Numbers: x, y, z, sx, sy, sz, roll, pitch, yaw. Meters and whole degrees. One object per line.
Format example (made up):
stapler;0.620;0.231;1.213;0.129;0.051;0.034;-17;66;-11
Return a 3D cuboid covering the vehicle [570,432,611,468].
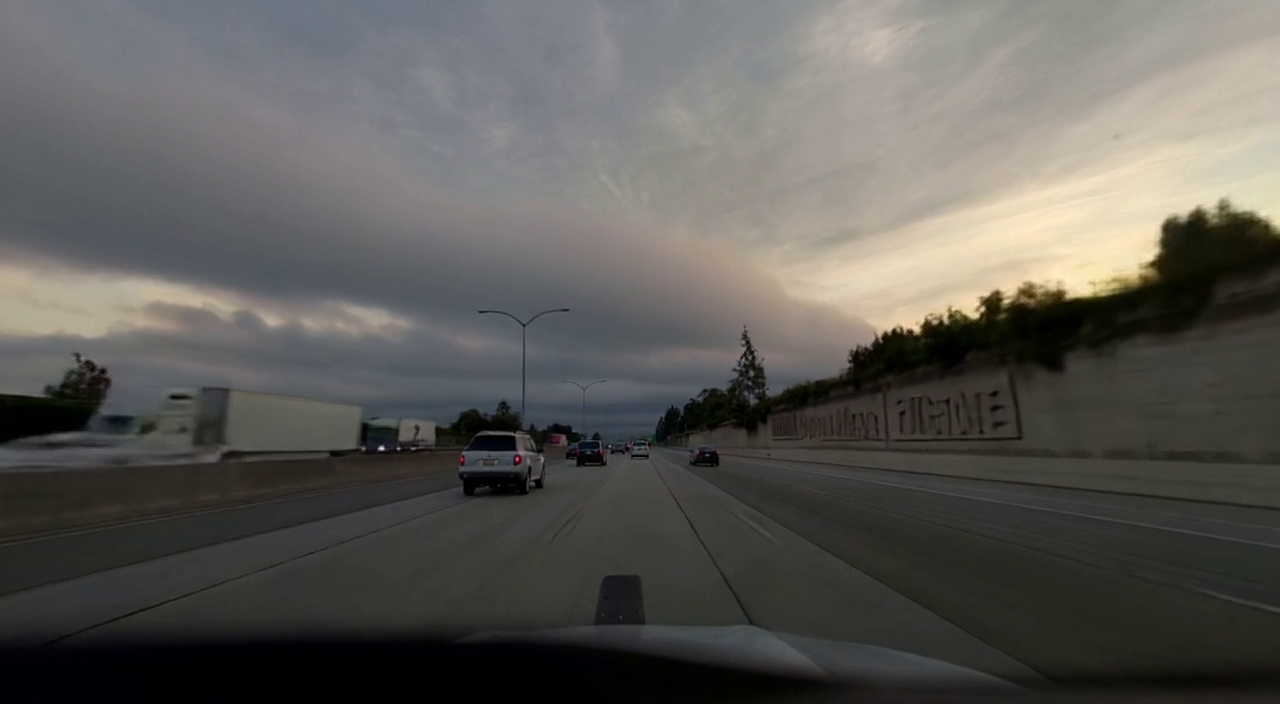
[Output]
vehicle;-3.224;6.503;41.903;2.378;2.214;4.352;0;-9;0

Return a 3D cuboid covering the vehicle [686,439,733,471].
vehicle;4.040;6.095;37.417;2.224;1.752;4.487;0;-9;0

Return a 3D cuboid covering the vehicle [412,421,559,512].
vehicle;-3.507;2.734;15.592;2.184;1.819;5.441;0;-9;1

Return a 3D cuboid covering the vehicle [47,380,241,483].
vehicle;-20.943;3.479;27.217;3.067;3.909;6.152;0;-9;1

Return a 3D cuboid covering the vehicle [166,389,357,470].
vehicle;-20.993;4.658;36.574;2.900;3.876;12.954;0;-9;1

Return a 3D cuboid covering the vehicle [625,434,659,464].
vehicle;0.157;7.526;49.023;2.485;2.215;5.199;0;-9;0
